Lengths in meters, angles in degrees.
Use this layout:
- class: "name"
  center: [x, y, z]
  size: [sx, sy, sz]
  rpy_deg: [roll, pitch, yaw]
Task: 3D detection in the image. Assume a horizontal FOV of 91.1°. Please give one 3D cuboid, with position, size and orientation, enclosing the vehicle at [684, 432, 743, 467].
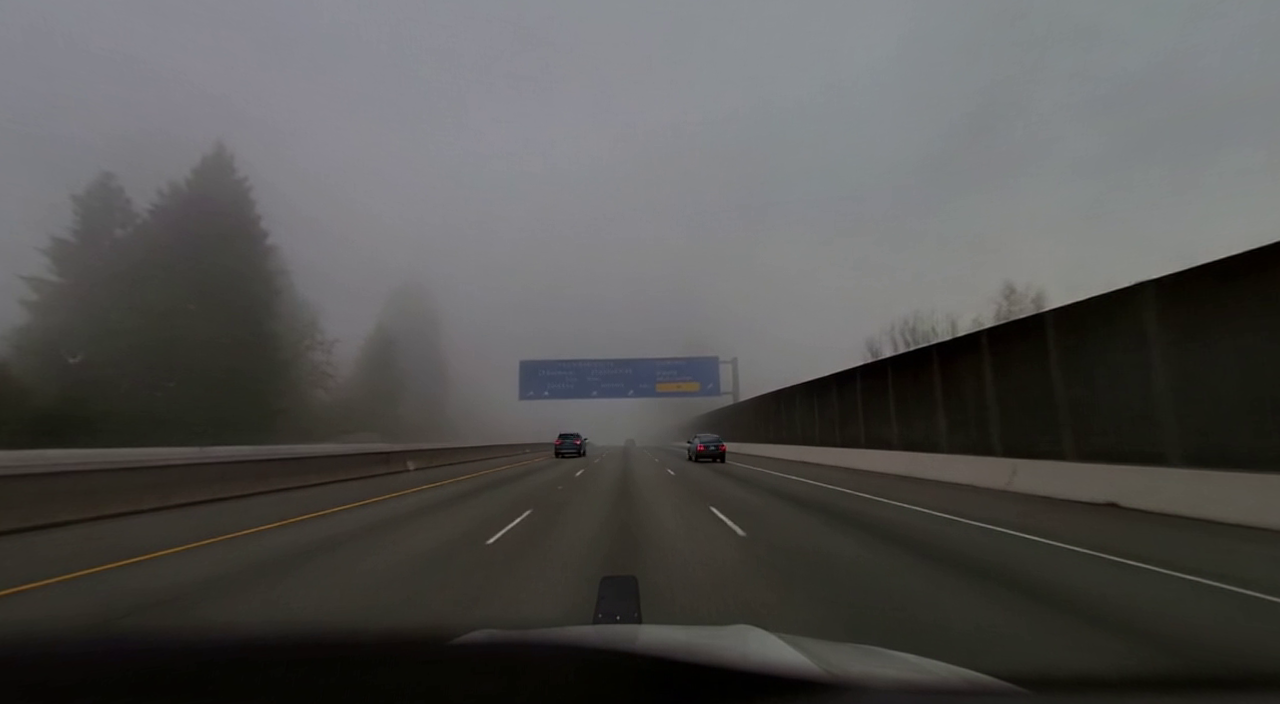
- class: "vehicle"
  center: [3.354, 4.529, 29.530]
  size: [2.077, 1.523, 4.539]
  rpy_deg: [0, -8, -2]

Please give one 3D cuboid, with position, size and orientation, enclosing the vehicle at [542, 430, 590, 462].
- class: "vehicle"
  center: [-4.092, 5.251, 35.262]
  size: [2.219, 1.660, 4.153]
  rpy_deg: [0, -8, -1]
